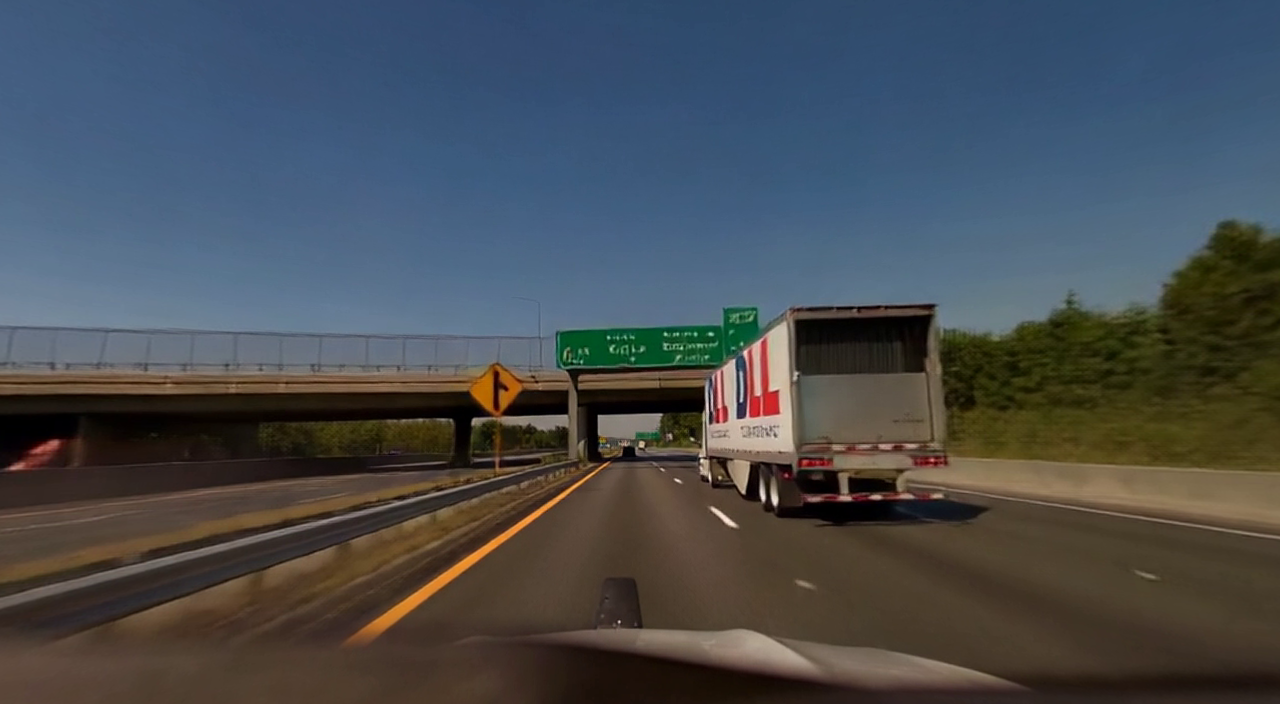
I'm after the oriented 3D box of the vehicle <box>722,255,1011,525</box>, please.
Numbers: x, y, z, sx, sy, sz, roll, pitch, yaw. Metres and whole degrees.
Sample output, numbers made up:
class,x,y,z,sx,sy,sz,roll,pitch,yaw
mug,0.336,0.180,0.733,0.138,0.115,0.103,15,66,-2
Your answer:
class,x,y,z,sx,sy,sz,roll,pitch,yaw
vehicle,3.879,1.128,13.482,2.879,4.075,8.126,0,-9,-2
